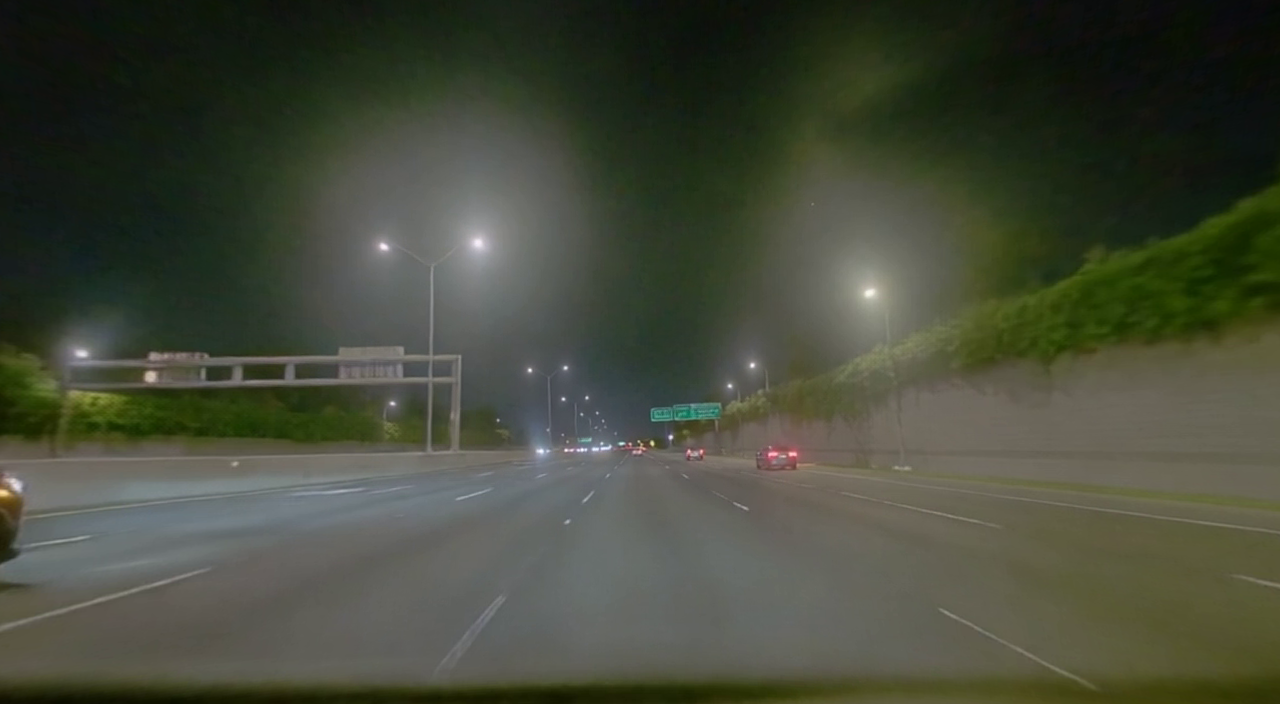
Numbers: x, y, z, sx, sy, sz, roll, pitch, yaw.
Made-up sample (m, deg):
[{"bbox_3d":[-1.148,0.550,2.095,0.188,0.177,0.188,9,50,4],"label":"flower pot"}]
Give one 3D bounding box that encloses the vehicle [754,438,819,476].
[{"bbox_3d":[7.275,5.268,31.763,2.167,1.781,4.340,0,-9,-1],"label":"vehicle"}]
